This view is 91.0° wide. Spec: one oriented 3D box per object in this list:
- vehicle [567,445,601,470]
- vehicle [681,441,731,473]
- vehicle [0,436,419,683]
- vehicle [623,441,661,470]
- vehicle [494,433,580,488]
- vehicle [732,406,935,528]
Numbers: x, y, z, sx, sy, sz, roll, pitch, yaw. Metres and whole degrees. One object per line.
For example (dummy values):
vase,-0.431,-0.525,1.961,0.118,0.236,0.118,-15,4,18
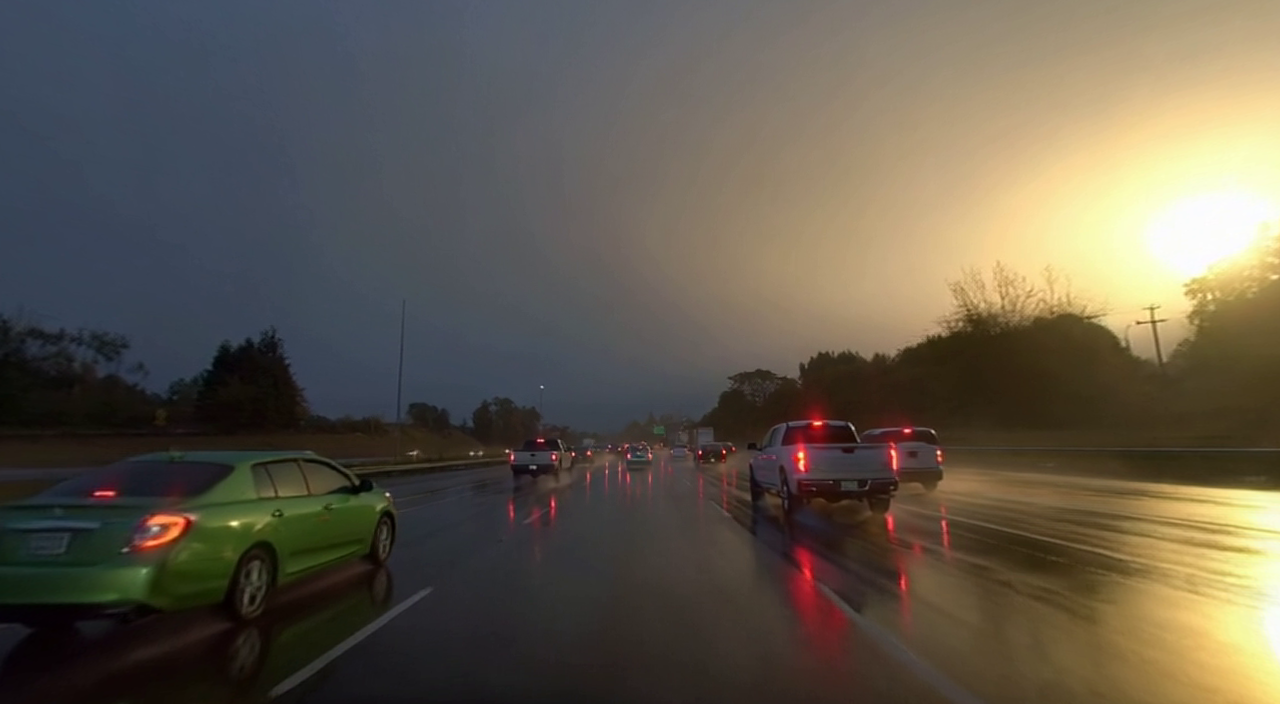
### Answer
vehicle,-3.591,6.848,41.118,1.907,1.484,3.954,0,-9,0
vehicle,3.546,5.731,34.655,2.145,1.636,4.437,1,-9,-1
vehicle,-3.854,1.542,5.906,1.947,1.424,4.264,0,-9,1
vehicle,0.091,6.215,37.972,2.147,1.572,4.094,0,-9,0
vehicle,-3.622,3.939,23.170,2.176,1.783,4.799,0,-9,2
vehicle,3.523,2.265,12.931,2.340,1.925,5.529,0,-9,-1
